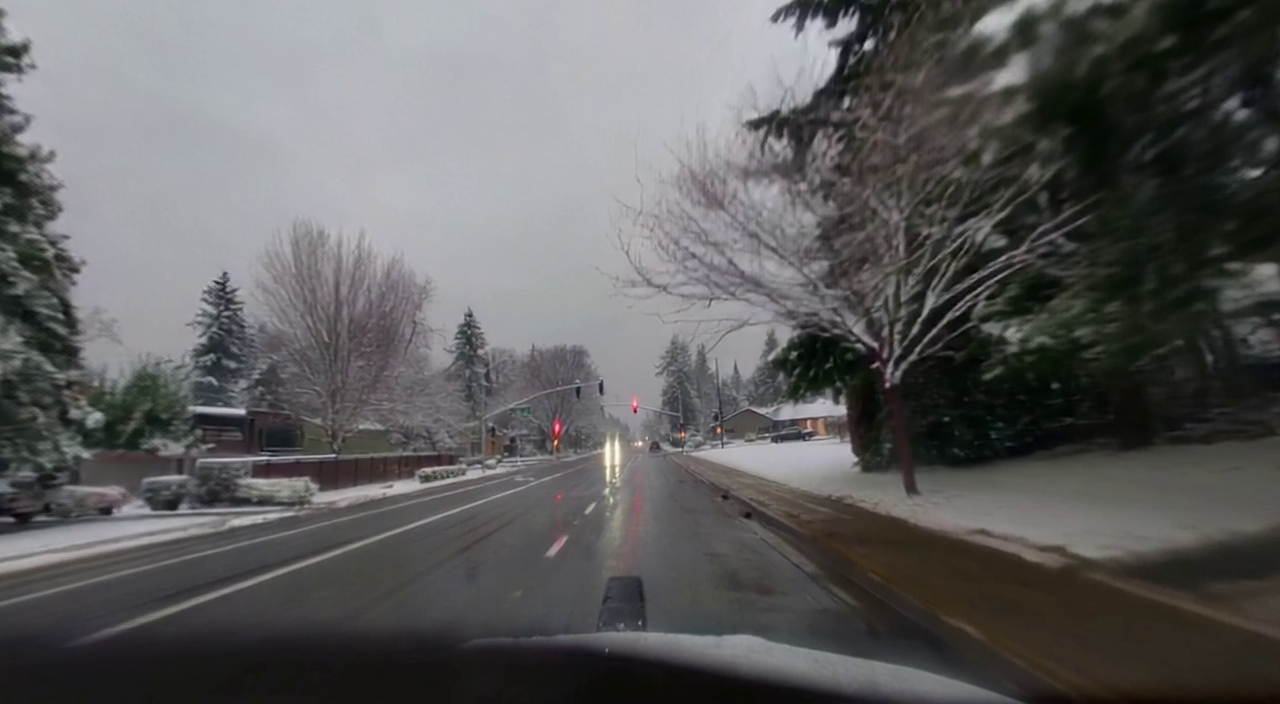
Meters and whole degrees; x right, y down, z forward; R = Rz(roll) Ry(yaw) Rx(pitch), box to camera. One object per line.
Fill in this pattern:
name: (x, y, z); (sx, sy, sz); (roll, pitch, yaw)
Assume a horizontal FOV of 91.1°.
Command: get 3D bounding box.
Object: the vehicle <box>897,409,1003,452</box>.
vehicle: (14.491, 3.681, 29.520); (3.917, 1.454, 1.725); (-7, -7, 0)
